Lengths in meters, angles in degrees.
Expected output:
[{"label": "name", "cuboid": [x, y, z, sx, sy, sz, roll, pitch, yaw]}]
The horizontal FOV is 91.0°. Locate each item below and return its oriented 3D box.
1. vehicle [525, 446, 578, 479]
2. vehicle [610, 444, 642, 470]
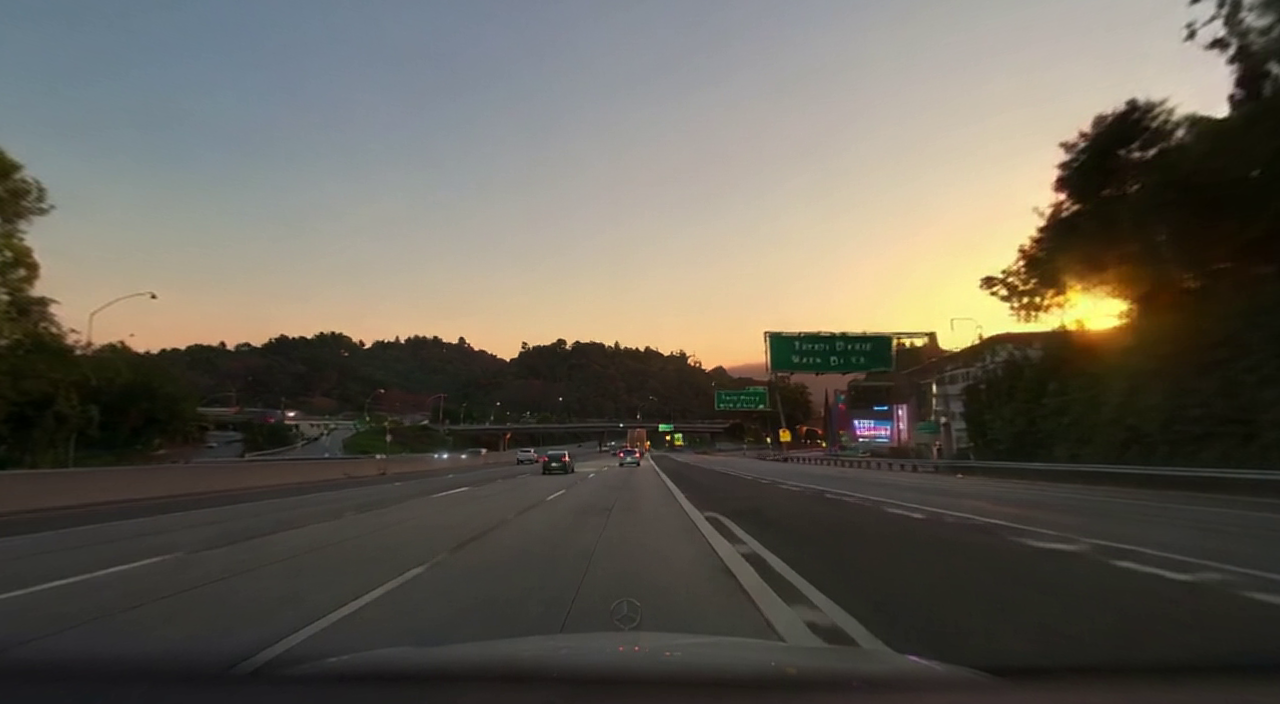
[{"label": "vehicle", "cuboid": [-4.480, 5.647, 32.495, 2.071, 1.553, 4.388, 0, -9, 1]}, {"label": "vehicle", "cuboid": [-0.898, 7.300, 43.985, 2.102, 1.692, 4.057, 0, -9, 1]}]
